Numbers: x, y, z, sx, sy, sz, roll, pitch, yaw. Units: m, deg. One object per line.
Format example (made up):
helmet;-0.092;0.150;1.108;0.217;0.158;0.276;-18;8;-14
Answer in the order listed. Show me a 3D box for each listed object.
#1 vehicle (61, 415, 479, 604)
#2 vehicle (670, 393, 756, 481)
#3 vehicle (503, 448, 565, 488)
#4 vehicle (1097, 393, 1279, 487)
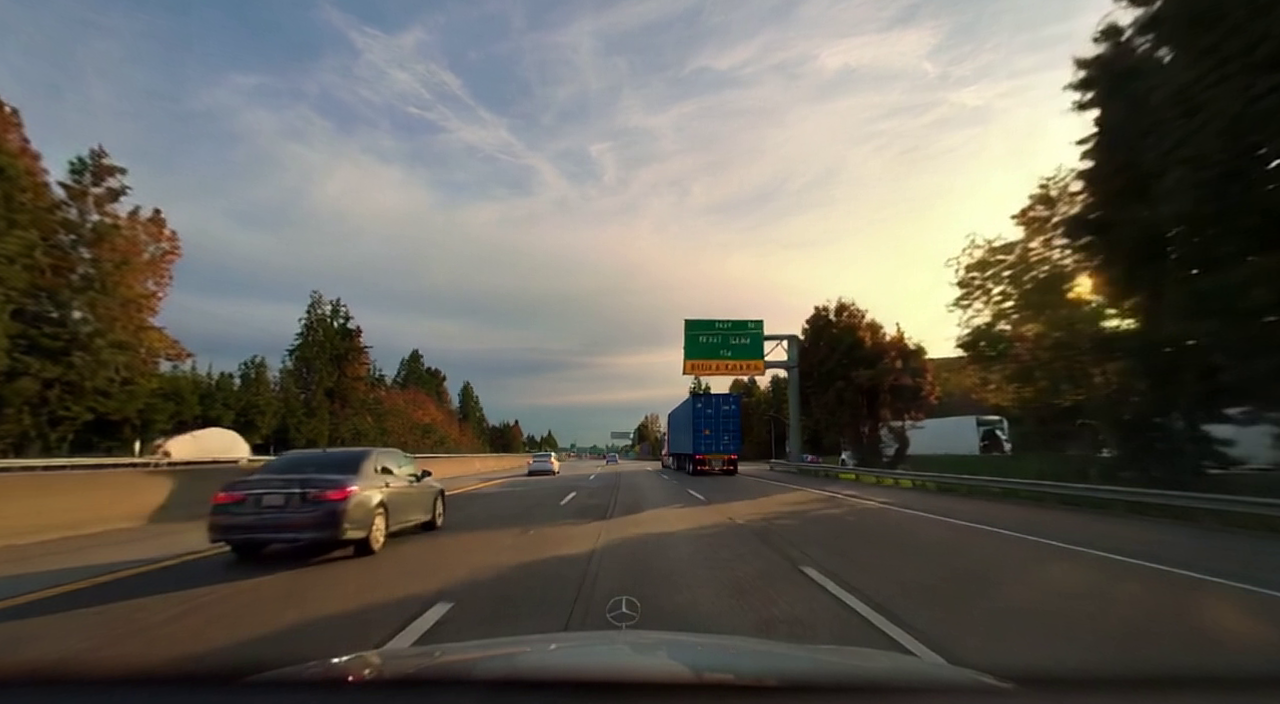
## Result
vehicle;-3.954;1.803;8.222;2.370;1.647;5.091;0;-9;0
vehicle;3.683;4.925;35.561;2.821;4.046;12.876;0;-9;-2
vehicle;-4.415;4.895;26.880;2.063;1.532;3.763;0;-9;-1
vehicle;28.857;4.132;29.409;2.986;4.013;13.935;1;-9;-8
